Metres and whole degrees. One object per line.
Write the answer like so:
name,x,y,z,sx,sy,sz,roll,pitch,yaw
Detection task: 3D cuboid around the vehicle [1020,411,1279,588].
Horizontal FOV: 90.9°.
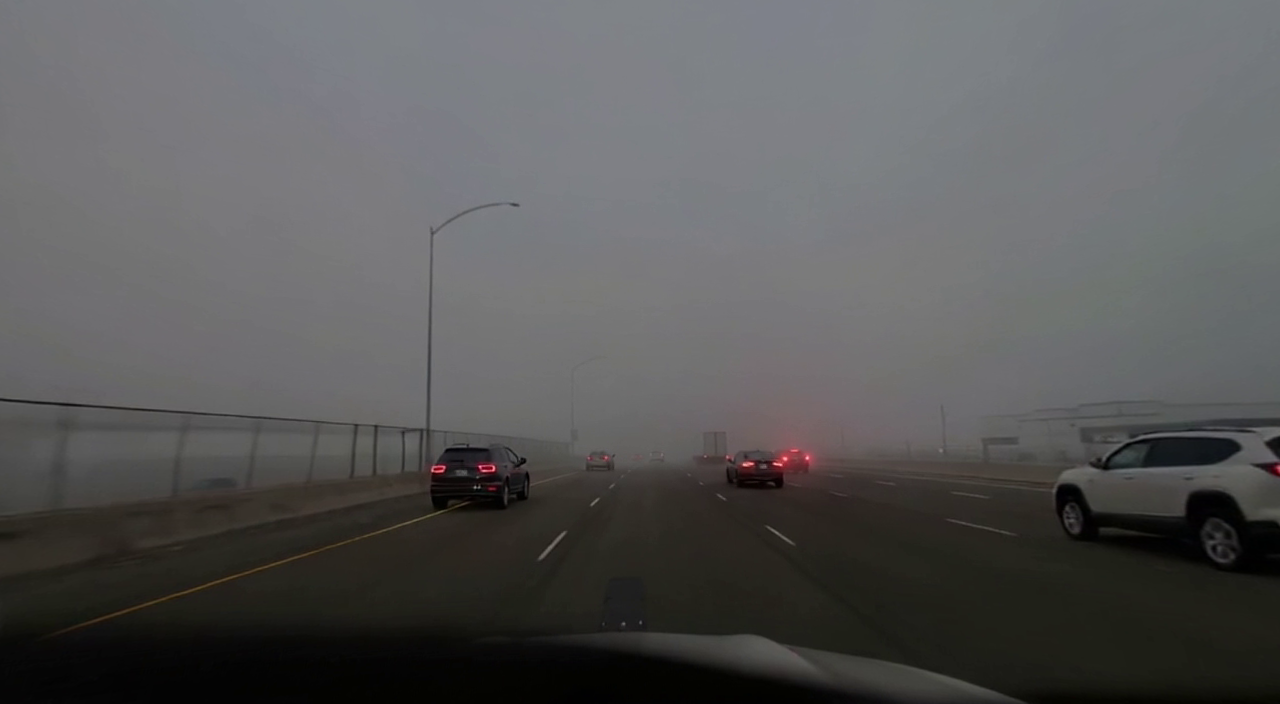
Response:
vehicle,7.416,1.694,7.896,2.145,1.743,5.058,0,-8,0

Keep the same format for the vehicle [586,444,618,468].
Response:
vehicle,-2.881,8.024,48.796,2.108,1.748,4.514,-1,-8,2

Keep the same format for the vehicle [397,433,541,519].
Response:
vehicle,-3.685,2.733,14.458,2.036,1.669,4.112,-1,-8,1

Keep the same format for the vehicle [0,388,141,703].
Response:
vehicle,-3.674,0.681,0.812,2.067,1.555,4.851,0,-8,0

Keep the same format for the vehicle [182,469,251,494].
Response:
vehicle,-32.203,9.834,48.103,1.952,1.595,4.685,-1,-8,1

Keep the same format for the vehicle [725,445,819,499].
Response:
vehicle,3.916,3.612,19.531,1.942,1.453,4.329,0,-8,-1
